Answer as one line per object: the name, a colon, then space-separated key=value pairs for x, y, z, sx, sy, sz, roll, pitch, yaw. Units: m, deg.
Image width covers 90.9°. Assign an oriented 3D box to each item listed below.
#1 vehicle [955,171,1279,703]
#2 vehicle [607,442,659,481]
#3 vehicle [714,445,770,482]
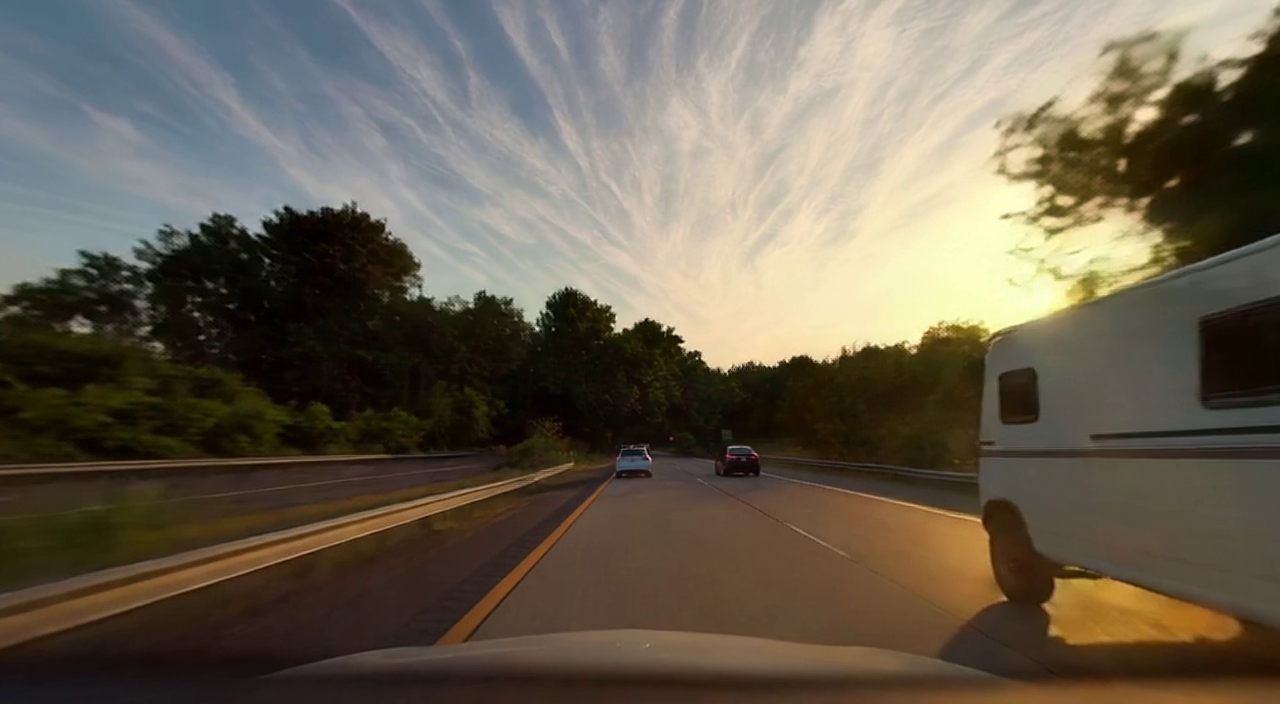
vehicle: x=4.791 y=0.432 z=3.137 sx=2.745 sy=2.832 sz=7.035 roll=0 pitch=-9 yaw=0
vehicle: x=-0.289 y=4.821 z=27.924 sx=2.120 sy=1.575 sz=4.018 roll=0 pitch=-9 yaw=0
vehicle: x=4.296 y=4.735 z=26.926 sx=1.757 sy=1.459 sz=3.398 roll=0 pitch=-9 yaw=-1
